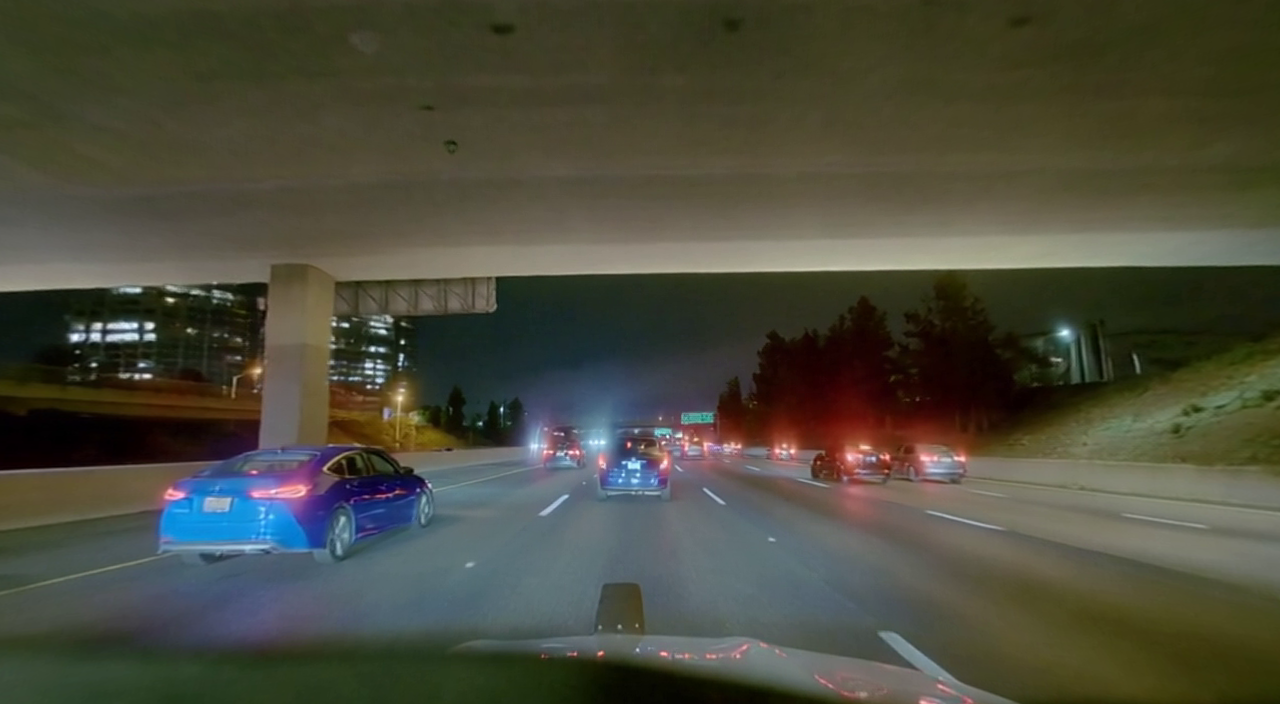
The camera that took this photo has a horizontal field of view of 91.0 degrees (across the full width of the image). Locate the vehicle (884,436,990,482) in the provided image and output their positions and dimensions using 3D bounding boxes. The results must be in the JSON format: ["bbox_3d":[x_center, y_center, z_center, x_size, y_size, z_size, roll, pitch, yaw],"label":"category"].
[{"bbox_3d":[11.488,4.158,24.728,1.992,1.625,4.359,0,-9,0],"label":"vehicle"}]

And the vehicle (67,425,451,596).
[{"bbox_3d":[-4.049,1.738,7.837,1.974,1.478,4.412,0,-9,0],"label":"vehicle"}]

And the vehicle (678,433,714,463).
[{"bbox_3d":[3.761,6.573,43.062,2.069,1.876,4.447,0,-9,0],"label":"vehicle"}]

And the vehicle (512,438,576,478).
[{"bbox_3d":[-3.931,4.423,26.439,1.947,1.516,4.295,0,-9,1],"label":"vehicle"}]

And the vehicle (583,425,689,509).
[{"bbox_3d":[-0.078,2.678,15.040,2.181,1.697,4.021,0,-9,0],"label":"vehicle"}]

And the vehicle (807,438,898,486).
[{"bbox_3d":[7.289,3.799,21.982,1.880,1.526,3.641,0,-9,0],"label":"vehicle"}]
